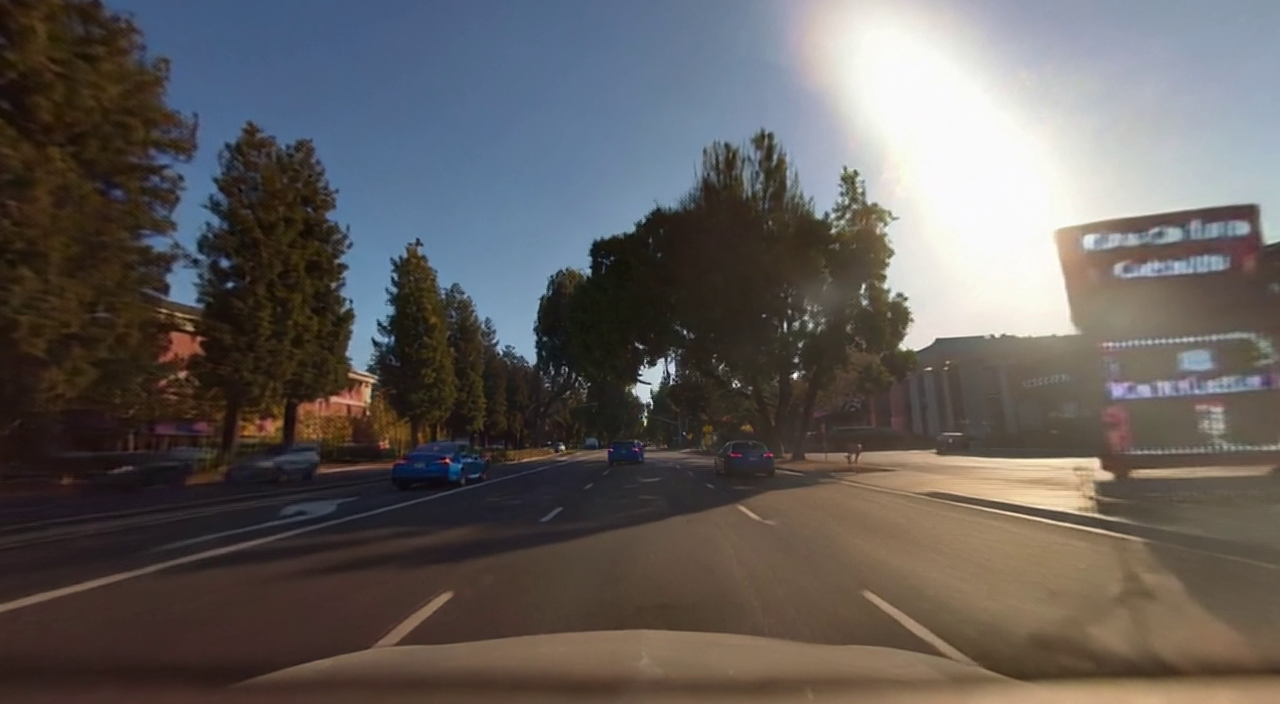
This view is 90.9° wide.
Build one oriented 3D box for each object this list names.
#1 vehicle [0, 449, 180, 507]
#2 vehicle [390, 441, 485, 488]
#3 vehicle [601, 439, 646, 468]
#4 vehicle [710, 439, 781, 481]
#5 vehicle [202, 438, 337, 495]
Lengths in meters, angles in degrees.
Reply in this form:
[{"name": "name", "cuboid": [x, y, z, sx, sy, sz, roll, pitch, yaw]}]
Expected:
[{"name": "vehicle", "cuboid": [-16.190, 3.632, 18.676, 1.841, 1.479, 4.286, 0, -8, 1]}, {"name": "vehicle", "cuboid": [-6.810, 3.798, 21.709, 1.993, 1.444, 3.965, 0, -8, -1]}, {"name": "vehicle", "cuboid": [-0.825, 5.512, 34.441, 2.001, 1.504, 4.212, -1, -8, 4]}, {"name": "vehicle", "cuboid": [4.043, 4.214, 24.935, 1.977, 1.474, 4.399, 0, -8, -1]}, {"name": "vehicle", "cuboid": [-12.069, 3.719, 20.922, 1.944, 1.662, 4.160, 0, -8, 0]}]
